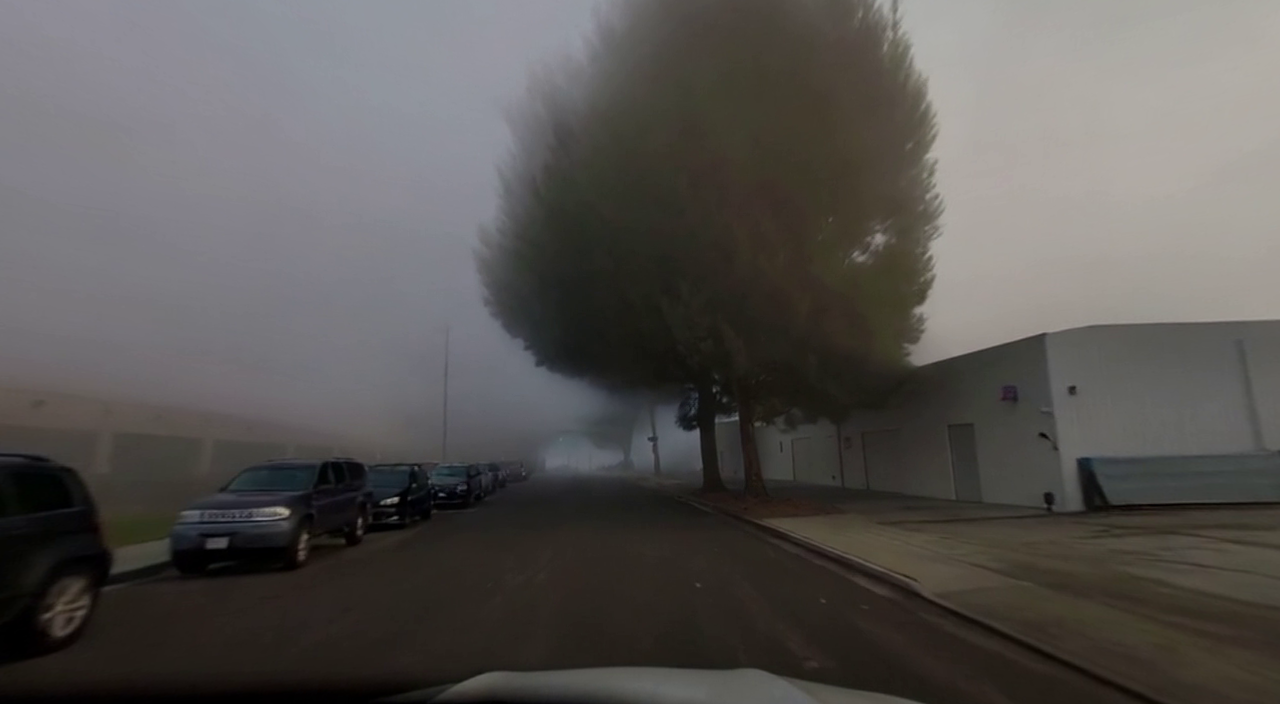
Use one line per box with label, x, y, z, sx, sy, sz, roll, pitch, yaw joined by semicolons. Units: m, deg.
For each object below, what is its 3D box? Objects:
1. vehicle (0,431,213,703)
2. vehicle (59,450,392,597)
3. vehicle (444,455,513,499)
vehicle;-4.852;1.276;3.631;1.886;1.640;4.311;2;-8;-3
vehicle;-5.274;2.242;9.017;1.870;1.510;4.627;1;-10;-4
vehicle;-6.499;5.081;25.811;1.882;1.606;4.191;1;-10;-3
